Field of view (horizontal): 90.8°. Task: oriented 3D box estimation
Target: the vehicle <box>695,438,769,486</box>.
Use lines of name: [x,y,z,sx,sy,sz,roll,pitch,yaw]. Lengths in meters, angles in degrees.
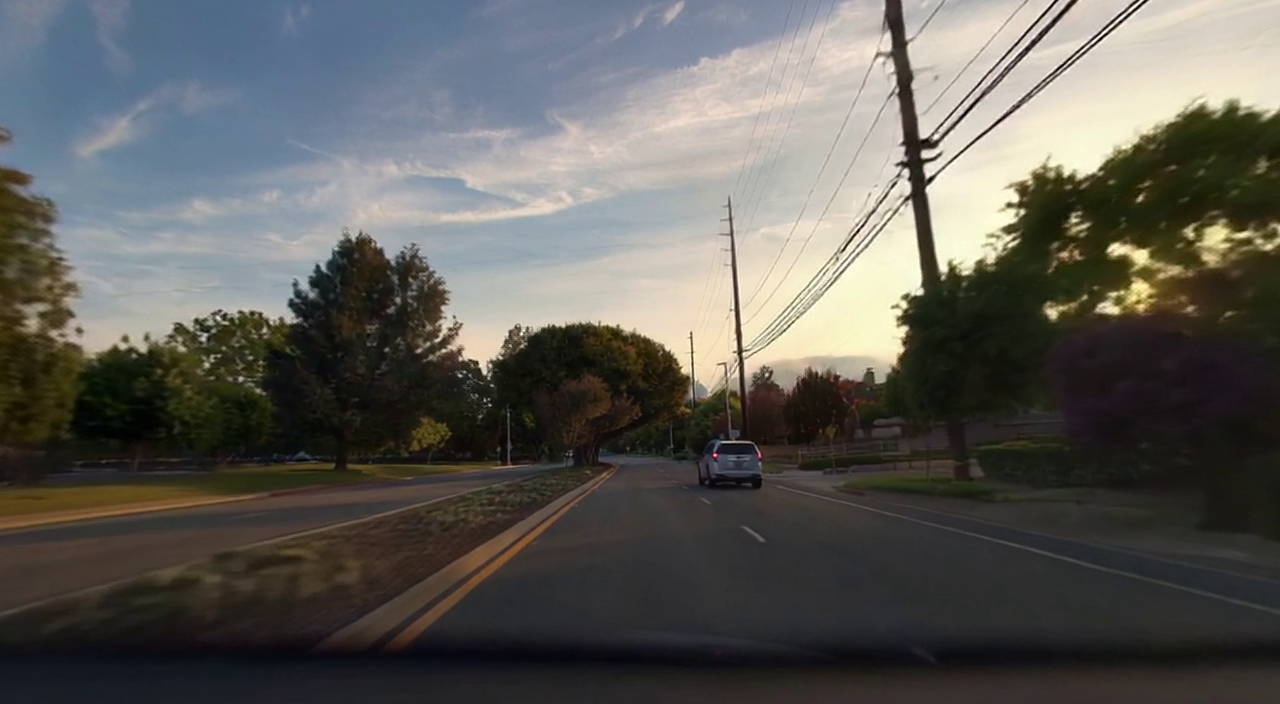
vehicle: [3.650,4.459,25.977,2.193,1.777,4.772,0,-9,-1]
